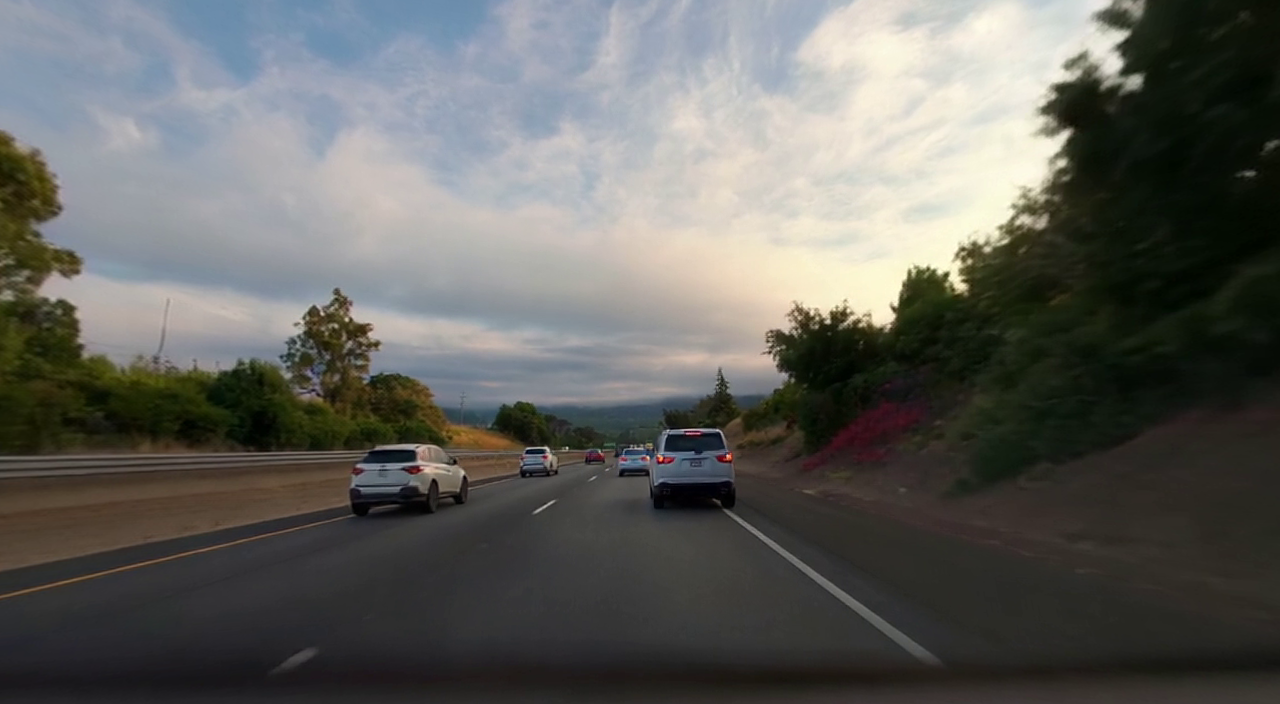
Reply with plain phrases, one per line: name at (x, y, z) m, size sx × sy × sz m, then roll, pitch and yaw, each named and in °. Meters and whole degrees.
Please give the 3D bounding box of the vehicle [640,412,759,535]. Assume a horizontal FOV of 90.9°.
vehicle at (0.933, 2.214, 11.957) m, size 1.825 × 1.920 × 3.960 m, roll 0°, pitch -9°, yaw -1°

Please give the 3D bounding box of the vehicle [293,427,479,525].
vehicle at (-4.859, 2.423, 12.829) m, size 1.934 × 1.642 × 4.201 m, roll 0°, pitch -9°, yaw 1°

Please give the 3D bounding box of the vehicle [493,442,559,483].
vehicle at (-4.559, 4.468, 25.752) m, size 1.867 × 1.489 × 3.829 m, roll 0°, pitch -9°, yaw 1°

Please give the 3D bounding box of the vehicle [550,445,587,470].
vehicle at (-4.551, 6.749, 40.598) m, size 1.855 × 1.527 × 4.209 m, roll 0°, pitch -9°, yaw 1°
